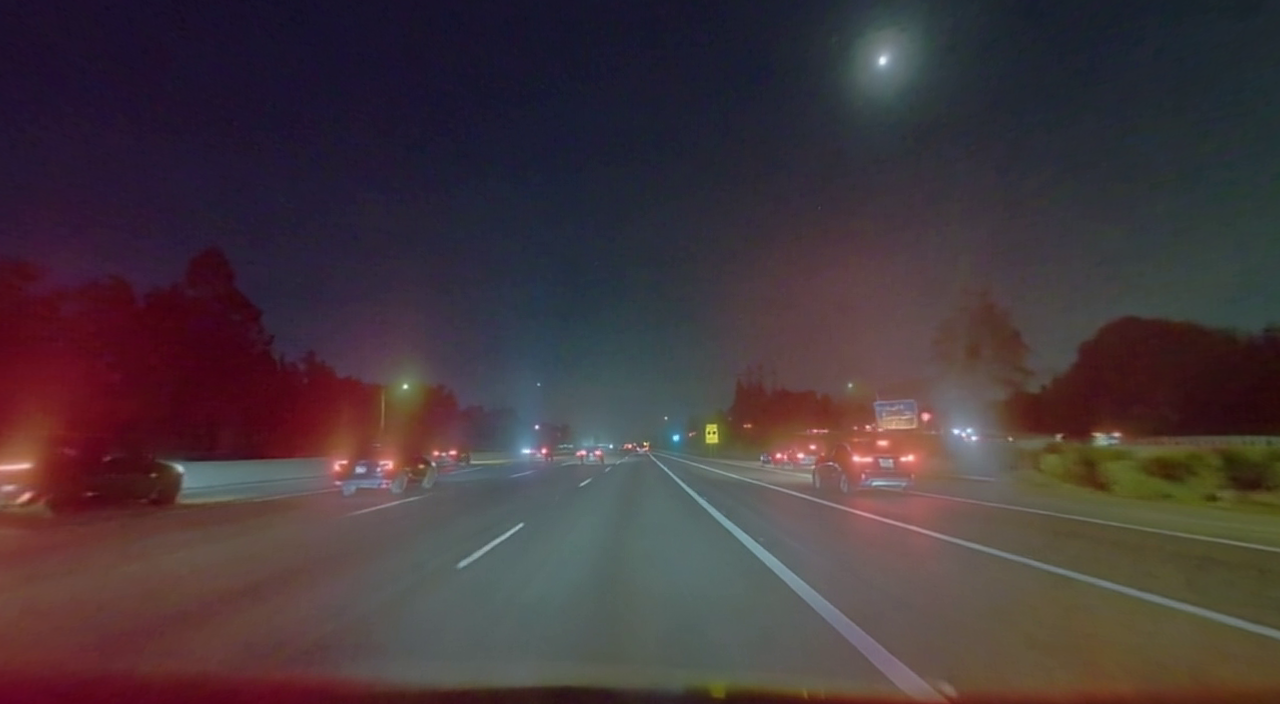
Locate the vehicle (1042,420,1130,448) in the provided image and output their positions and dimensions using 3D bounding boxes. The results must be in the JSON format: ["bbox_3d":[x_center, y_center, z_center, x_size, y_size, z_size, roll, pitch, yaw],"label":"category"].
[{"bbox_3d":[26.009,4.866,36.949,1.884,1.571,4.352,0,-9,-1],"label":"vehicle"}]

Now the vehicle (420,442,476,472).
[{"bbox_3d":[-11.266,6.190,37.280,1.958,1.633,4.302,0,-9,0],"label":"vehicle"}]

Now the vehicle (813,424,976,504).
[{"bbox_3d":[6.520,2.938,16.910,2.259,1.816,4.862,0,-9,-1],"label":"vehicle"}]

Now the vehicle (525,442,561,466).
[{"bbox_3d":[-7.608,8.055,49.930,2.087,1.755,4.457,0,-9,1],"label":"vehicle"}]

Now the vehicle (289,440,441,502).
[{"bbox_3d":[-7.414,3.250,17.613,2.071,1.486,4.703,0,-9,1],"label":"vehicle"}]

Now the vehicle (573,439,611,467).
[{"bbox_3d":[-3.527,7.544,47.125,2.288,1.962,5.119,0,-9,1],"label":"vehicle"}]

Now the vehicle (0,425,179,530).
[{"bbox_3d":[-11.126,2.204,11.404,2.107,1.628,4.446,0,-9,1],"label":"vehicle"}]

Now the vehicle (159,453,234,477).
[{"bbox_3d":[-33.029,8.438,47.102,1.968,1.583,5.035,-2,-9,0],"label":"vehicle"}]
